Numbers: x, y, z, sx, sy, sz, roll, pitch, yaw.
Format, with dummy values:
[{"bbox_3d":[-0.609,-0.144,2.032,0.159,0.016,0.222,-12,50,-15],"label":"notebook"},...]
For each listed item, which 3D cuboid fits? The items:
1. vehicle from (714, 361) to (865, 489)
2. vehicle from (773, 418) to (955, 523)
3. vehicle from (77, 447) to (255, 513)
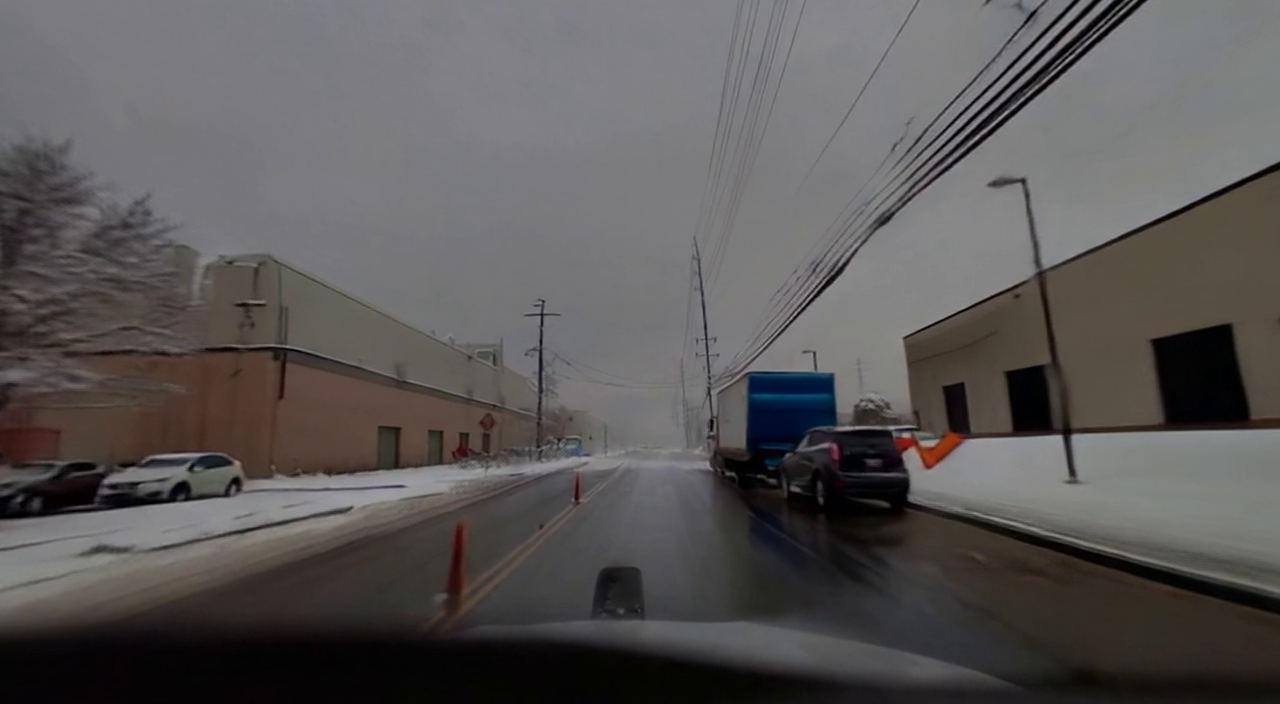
[{"bbox_3d":[4.284,2.489,20.195,3.058,3.269,7.674,-1,-9,1],"label":"vehicle"},{"bbox_3d":[4.180,2.278,12.676,1.892,1.696,4.332,0,-8,-2],"label":"vehicle"},{"bbox_3d":[-14.243,3.808,19.432,2.078,1.674,4.652,0,-8,-4],"label":"vehicle"}]
